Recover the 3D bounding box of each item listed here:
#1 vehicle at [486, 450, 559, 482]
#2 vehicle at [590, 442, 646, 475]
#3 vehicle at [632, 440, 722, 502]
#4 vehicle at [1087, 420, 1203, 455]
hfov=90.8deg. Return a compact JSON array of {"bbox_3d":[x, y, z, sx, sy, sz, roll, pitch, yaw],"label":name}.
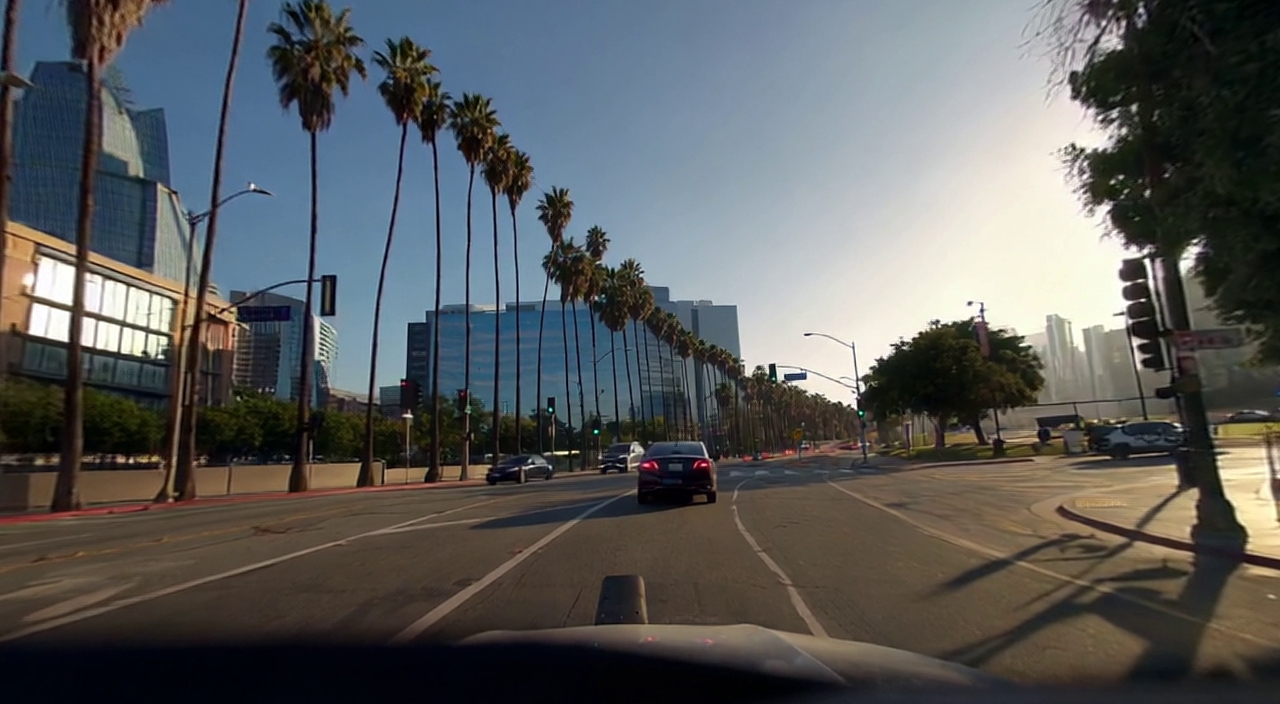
[{"bbox_3d":[-5.858,5.741,32.141,2.012,1.467,4.592,-2,-9,12],"label":"vehicle"},{"bbox_3d":[-1.158,5.926,35.400,2.013,1.746,4.366,-2,-9,14],"label":"vehicle"},{"bbox_3d":[1.157,3.210,17.481,2.096,1.492,4.071,-1,-9,9],"label":"vehicle"},{"bbox_3d":[28.032,4.759,35.139,5.049,1.861,2.081,1,-9,-10],"label":"vehicle"}]
